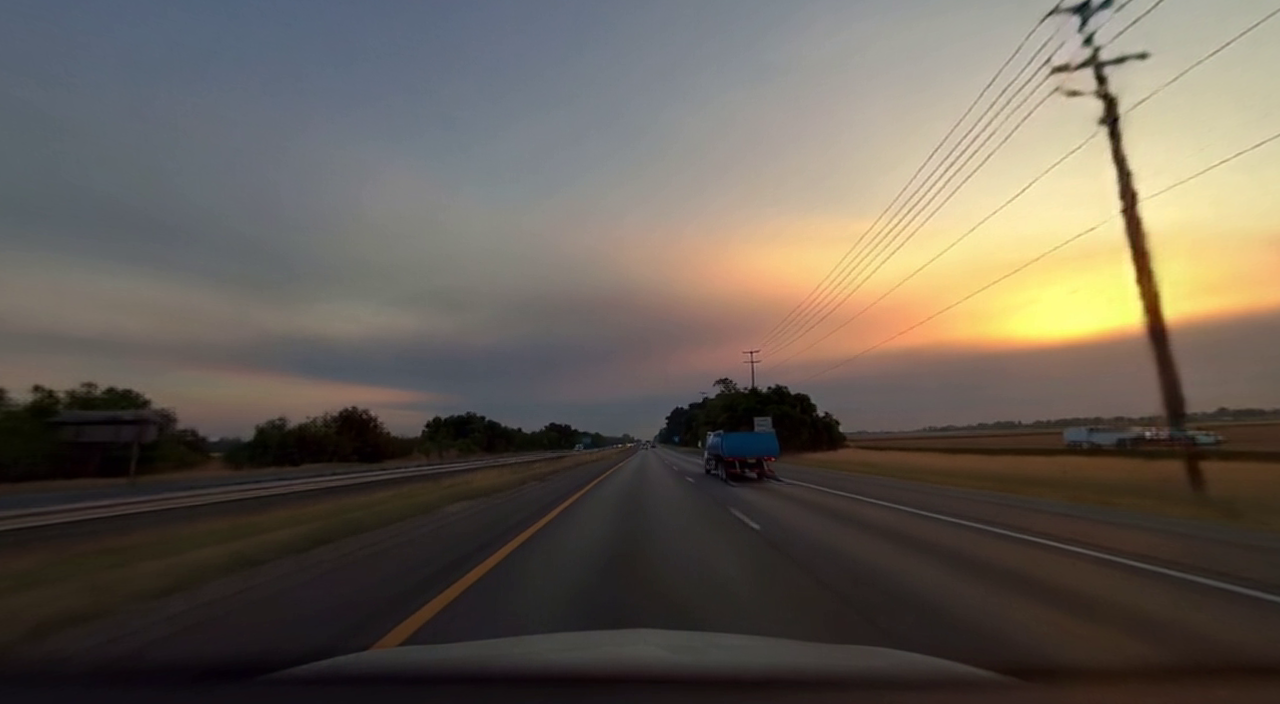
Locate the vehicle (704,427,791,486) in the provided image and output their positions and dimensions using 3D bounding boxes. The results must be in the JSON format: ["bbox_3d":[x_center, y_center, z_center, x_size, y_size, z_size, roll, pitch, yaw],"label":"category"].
[{"bbox_3d":[3.705,3.749,22.801,2.228,1.852,5.449,0,-8,0],"label":"vehicle"}]
